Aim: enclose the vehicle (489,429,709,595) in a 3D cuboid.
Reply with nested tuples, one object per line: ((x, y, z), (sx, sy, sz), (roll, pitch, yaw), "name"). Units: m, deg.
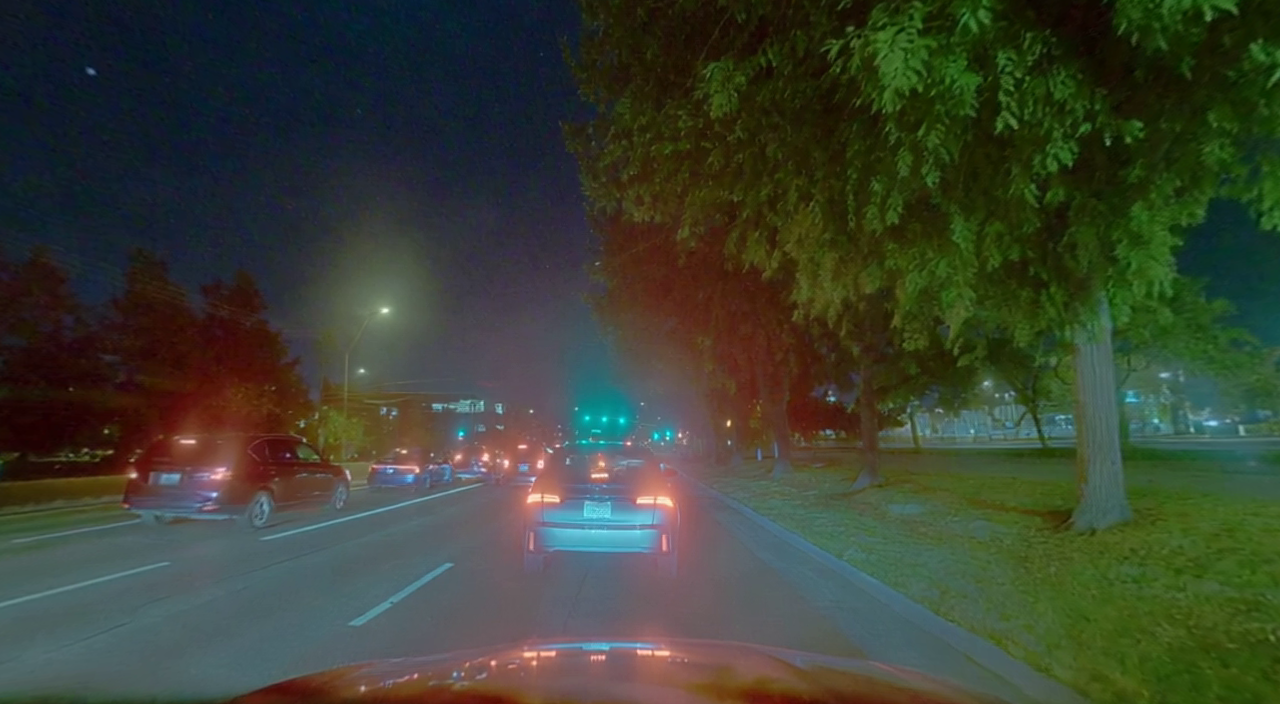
((-0.389, 1.812, 7.996), (2.066, 1.544, 3.954), (0, -9, 0), "vehicle")

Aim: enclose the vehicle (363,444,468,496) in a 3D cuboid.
((-7.354, 3.886, 21.228), (1.851, 1.532, 4.279), (0, -9, 1), "vehicle")

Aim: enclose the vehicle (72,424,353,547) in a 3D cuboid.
((-7.296, 2.290, 11.502), (2.068, 1.784, 4.224), (0, -9, 1), "vehicle")
